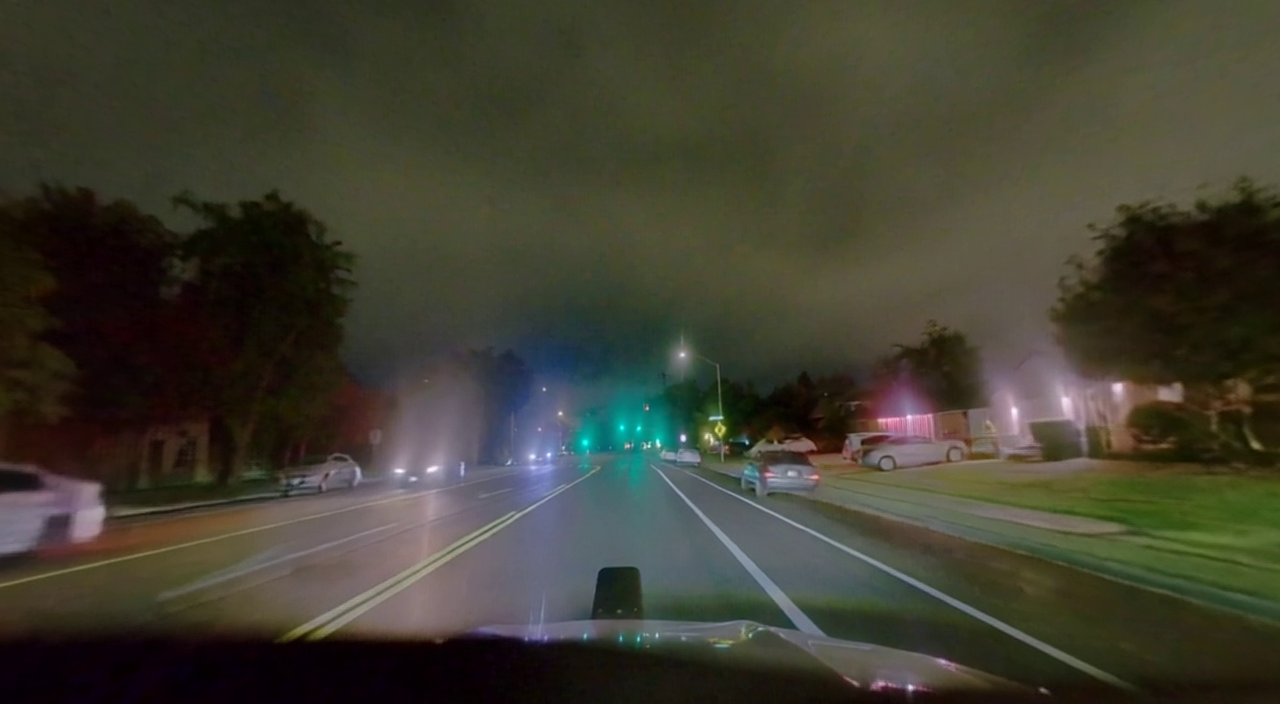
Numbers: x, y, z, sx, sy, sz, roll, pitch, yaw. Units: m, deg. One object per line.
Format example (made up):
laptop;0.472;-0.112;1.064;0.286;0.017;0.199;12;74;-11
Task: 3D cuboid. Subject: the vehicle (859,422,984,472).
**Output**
vehicle;11.170;3.804;25.258;3.999;1.599;1.819;-4;-8;0

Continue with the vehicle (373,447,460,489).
vehicle;-8.815;4.583;25.394;1.871;1.484;4.383;0;-8;0

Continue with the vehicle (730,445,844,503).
vehicle;4.035;3.411;18.269;1.946;1.431;4.695;0;-8;-3

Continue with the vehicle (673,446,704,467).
vehicle;3.639;7.971;48.437;1.991;1.500;4.562;0;-8;0

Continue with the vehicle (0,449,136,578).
vehicle;-8.339;1.799;6.821;1.986;1.442;4.602;0;-8;0

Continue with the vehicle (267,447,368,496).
vehicle;-13.139;4.839;26.095;1.978;1.706;4.310;-3;-8;-1
